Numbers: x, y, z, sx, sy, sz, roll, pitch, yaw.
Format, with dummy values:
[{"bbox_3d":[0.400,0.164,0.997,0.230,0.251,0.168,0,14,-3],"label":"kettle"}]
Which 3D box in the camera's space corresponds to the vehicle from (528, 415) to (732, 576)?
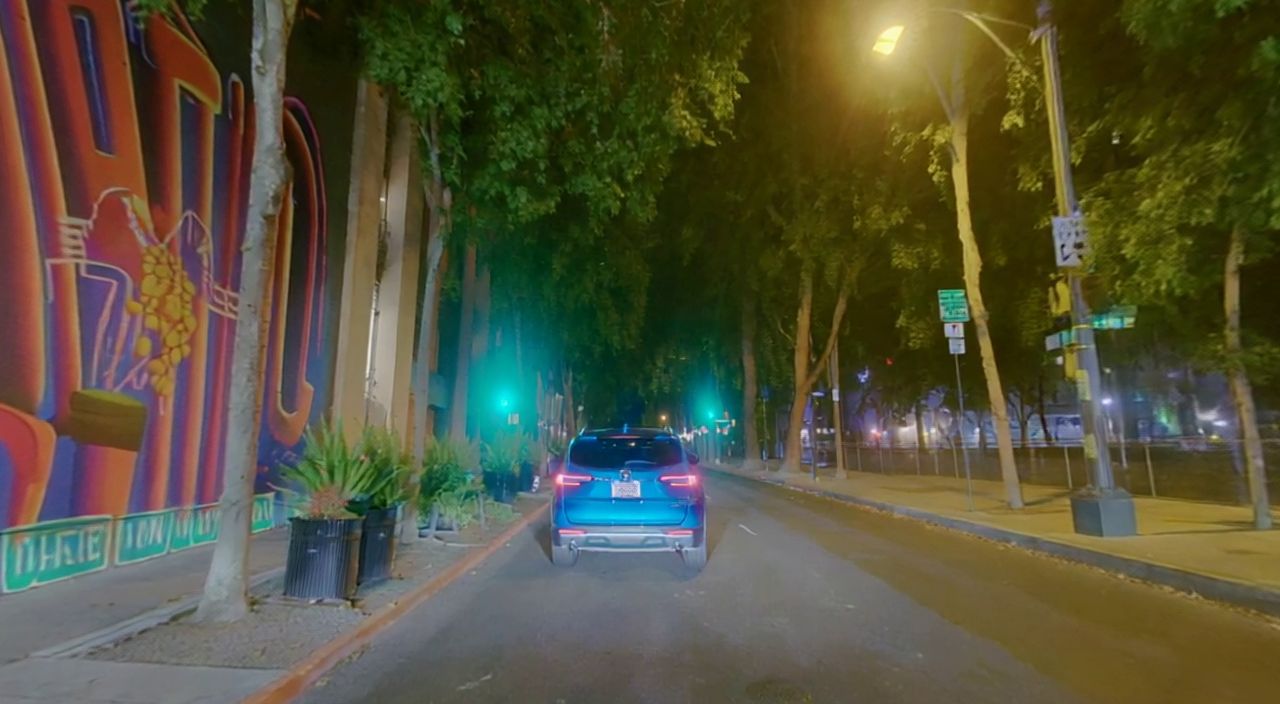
[{"bbox_3d":[-0.128,1.760,8.448,2.079,1.621,3.861,0,-8,-1],"label":"vehicle"}]
